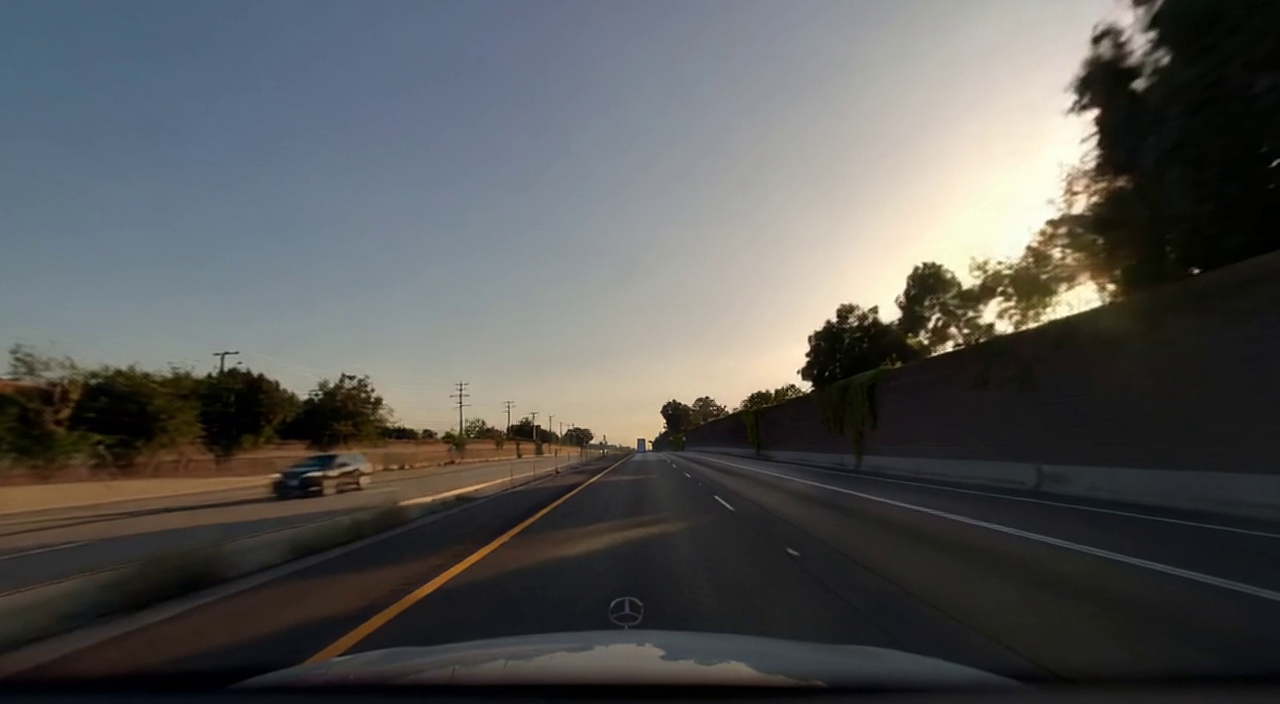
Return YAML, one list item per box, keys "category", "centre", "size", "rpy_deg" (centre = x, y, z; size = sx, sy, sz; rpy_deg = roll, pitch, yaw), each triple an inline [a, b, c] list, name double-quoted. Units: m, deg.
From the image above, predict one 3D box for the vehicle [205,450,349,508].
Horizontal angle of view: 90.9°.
- category: "vehicle"
  centre: [-10.522, 3.676, 18.688]
  size: [1.750, 1.465, 4.091]
  rpy_deg: [-1, -8, 1]
